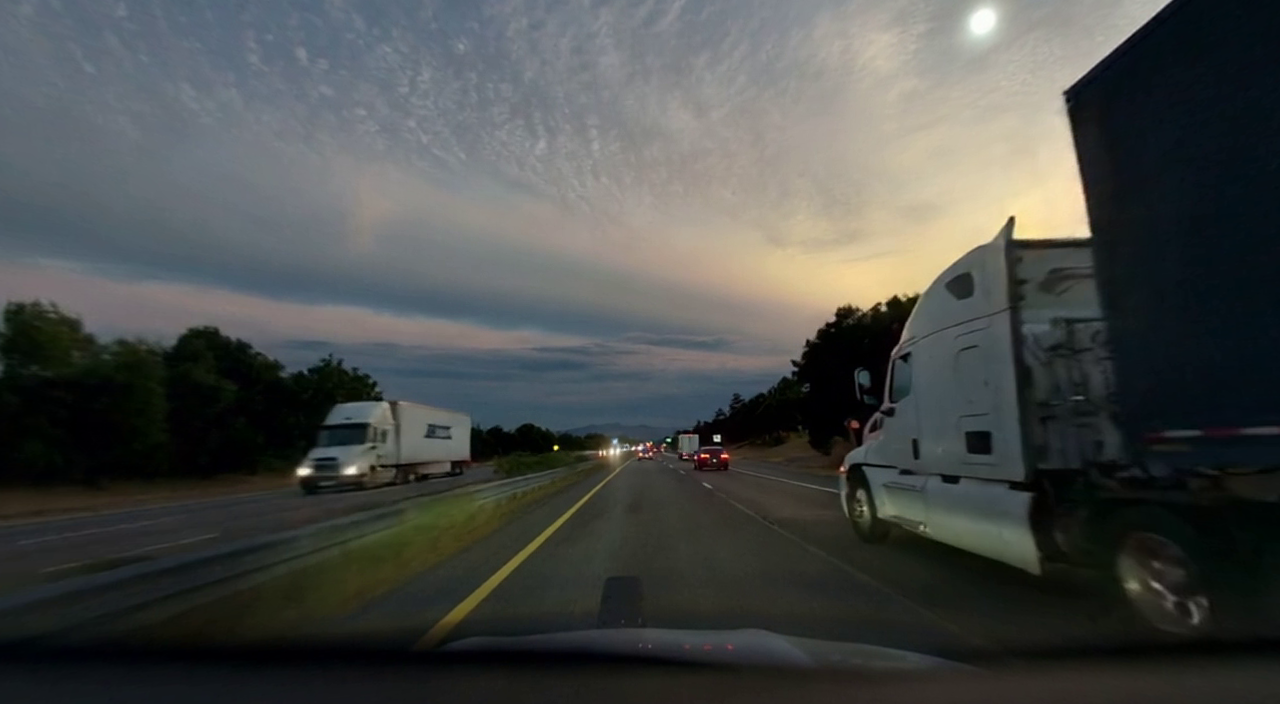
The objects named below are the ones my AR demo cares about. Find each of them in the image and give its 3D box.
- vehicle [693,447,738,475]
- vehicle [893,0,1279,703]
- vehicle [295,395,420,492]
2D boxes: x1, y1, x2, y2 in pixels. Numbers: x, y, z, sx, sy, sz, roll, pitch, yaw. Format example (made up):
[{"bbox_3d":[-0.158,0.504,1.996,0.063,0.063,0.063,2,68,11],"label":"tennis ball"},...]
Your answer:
[{"bbox_3d":[4.302,6.273,36.458,2.043,1.542,3.881,0,-9,-1],"label":"vehicle"},{"bbox_3d":[4.759,-0.628,0.738,2.889,4.072,13.991,0,-9,-1],"label":"vehicle"},{"bbox_3d":[-12.805,4.247,29.234,2.982,3.982,5.800,0,-9,0],"label":"vehicle"}]
